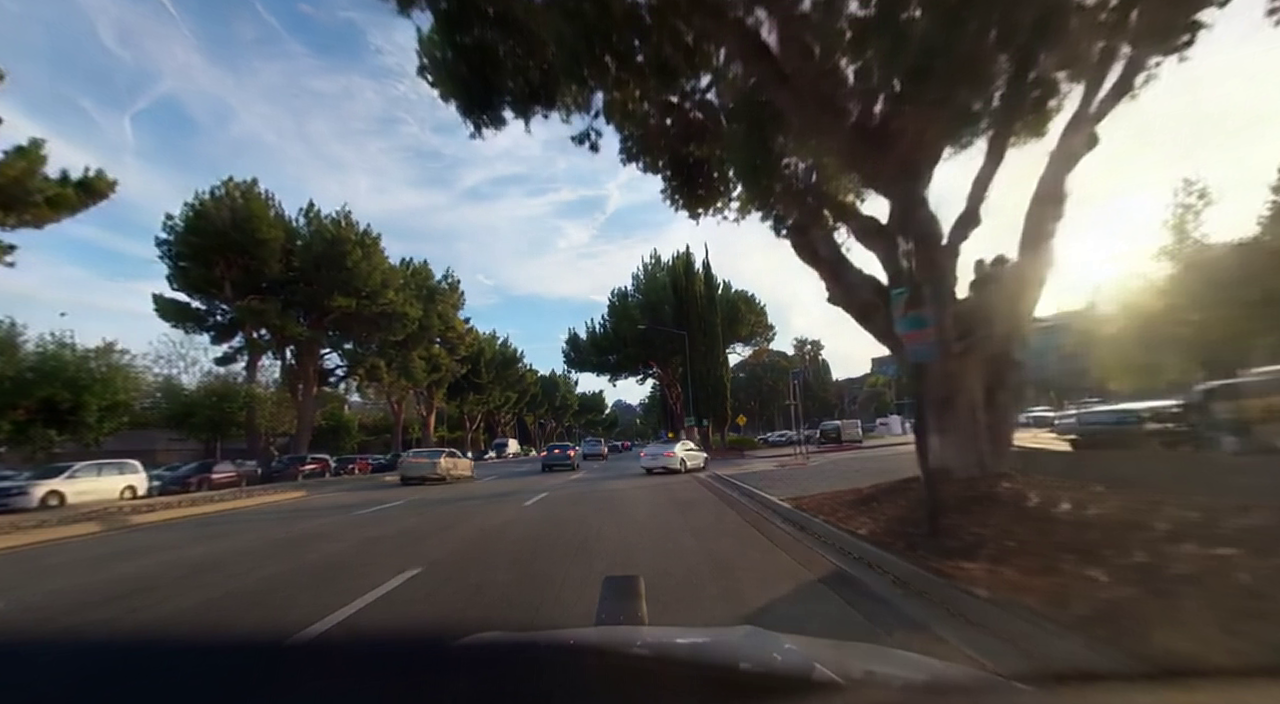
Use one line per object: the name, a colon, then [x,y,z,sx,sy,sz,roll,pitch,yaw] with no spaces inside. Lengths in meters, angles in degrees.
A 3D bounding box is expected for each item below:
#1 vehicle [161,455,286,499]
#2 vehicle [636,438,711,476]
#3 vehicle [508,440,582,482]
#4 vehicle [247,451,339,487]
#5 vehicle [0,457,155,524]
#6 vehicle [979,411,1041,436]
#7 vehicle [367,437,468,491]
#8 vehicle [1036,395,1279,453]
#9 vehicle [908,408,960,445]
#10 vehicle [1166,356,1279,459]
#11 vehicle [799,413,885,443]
vehicle: [-16.841,5.046,25.909,1.923,1.543,4.687,0,-8,0]
vehicle: [1.575,4.590,27.856,2.208,1.513,4.504,-3,-9,18]
vehicle: [-3.680,4.297,25.279,2.235,1.500,4.420,0,-8,0]
vehicle: [-17.445,5.865,32.044,2.084,1.624,4.486,0,-8,0]
vehicle: [-16.828,3.913,18.402,1.858,1.612,4.398,0,-8,0]
vehicle: [27.156,5.326,46.510,1.992,1.498,4.667,-5,-9,5]
vehicle: [-7.945,4.023,23.083,2.054,1.744,4.422,0,-8,0]
vehicle: [14.020,2.000,17.222,4.993,1.487,2.064,0,-8,0]
vehicle: [18.219,4.725,39.418,2.569,2.081,6.193,-4,-9,23]
vehicle: [13.485,1.062,11.512,5.633,1.705,2.433,0,-8,-1]
vehicle: [13.893,5.308,43.757,5.161,1.993,2.293,0,-8,2]
